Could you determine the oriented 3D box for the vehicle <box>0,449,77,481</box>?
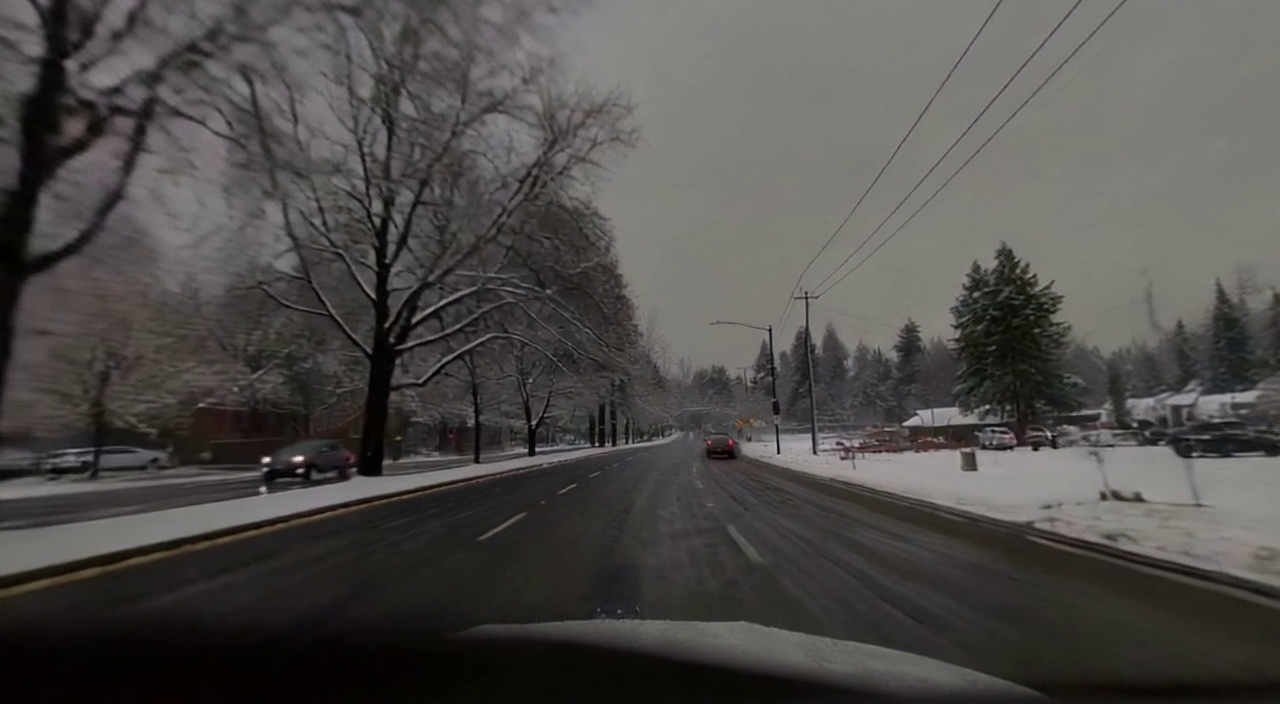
[{"bbox_3d":[-30.908,5.555,31.179,1.884,1.490,4.627,0,-9,1],"label":"vehicle"}]

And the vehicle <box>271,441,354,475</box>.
[{"bbox_3d":[-17.822,5.792,34.654,1.970,1.696,4.410,-1,-9,4],"label":"vehicle"}]
